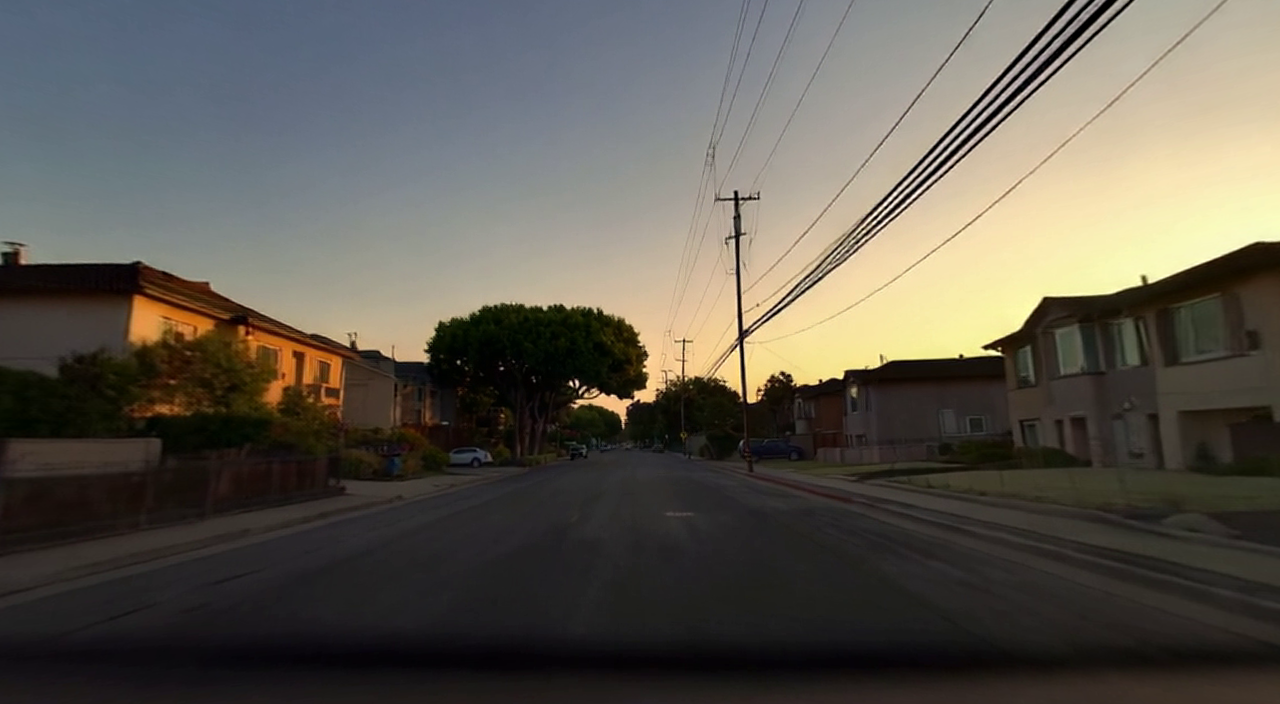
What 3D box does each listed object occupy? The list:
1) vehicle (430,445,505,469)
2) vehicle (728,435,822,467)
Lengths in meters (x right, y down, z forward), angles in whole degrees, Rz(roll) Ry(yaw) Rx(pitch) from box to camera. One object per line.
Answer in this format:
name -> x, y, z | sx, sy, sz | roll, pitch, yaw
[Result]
vehicle -> -11.159, 6.807, 41.133 | 4.371, 1.482, 1.954 | 0, -9, -2
vehicle -> 9.308, 6.894, 44.024 | 5.890, 1.896, 2.459 | -2, -9, -3
